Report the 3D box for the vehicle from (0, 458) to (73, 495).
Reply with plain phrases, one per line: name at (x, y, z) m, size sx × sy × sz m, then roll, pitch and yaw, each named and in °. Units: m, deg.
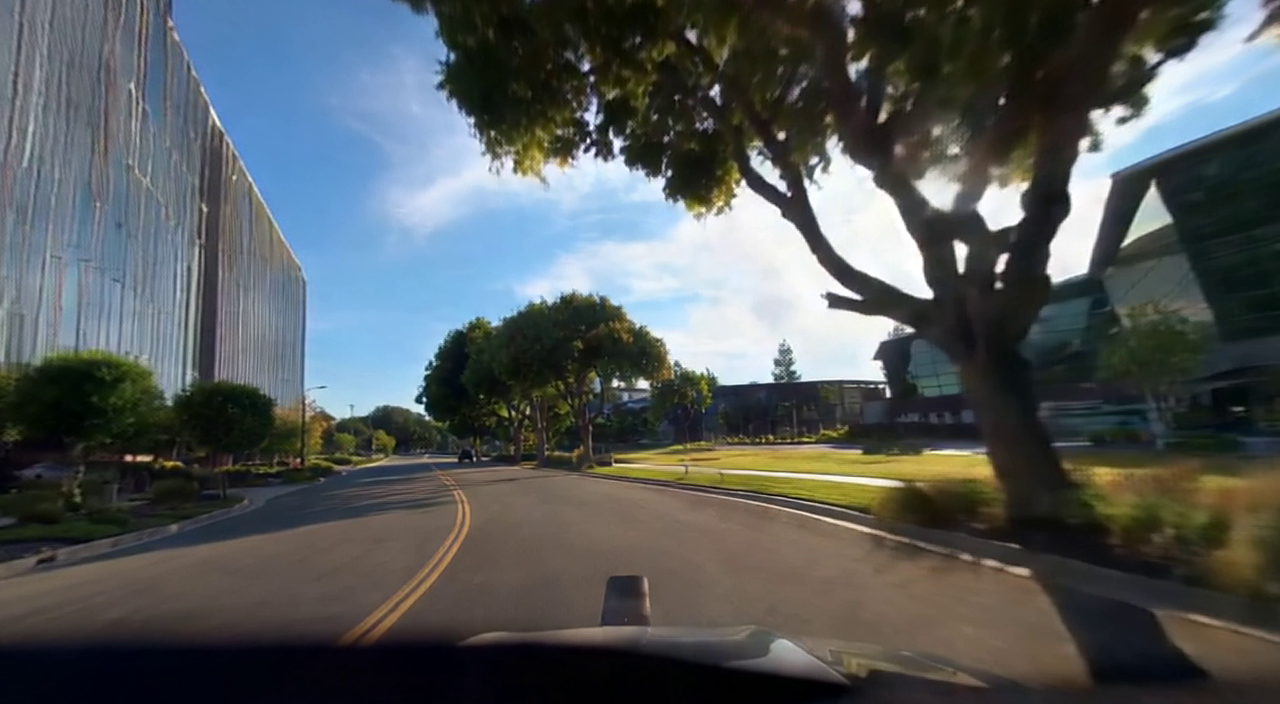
vehicle at (-31.135, 6.224, 31.764) m, size 1.929 × 1.650 × 4.638 m, roll 2°, pitch -9°, yaw -17°
